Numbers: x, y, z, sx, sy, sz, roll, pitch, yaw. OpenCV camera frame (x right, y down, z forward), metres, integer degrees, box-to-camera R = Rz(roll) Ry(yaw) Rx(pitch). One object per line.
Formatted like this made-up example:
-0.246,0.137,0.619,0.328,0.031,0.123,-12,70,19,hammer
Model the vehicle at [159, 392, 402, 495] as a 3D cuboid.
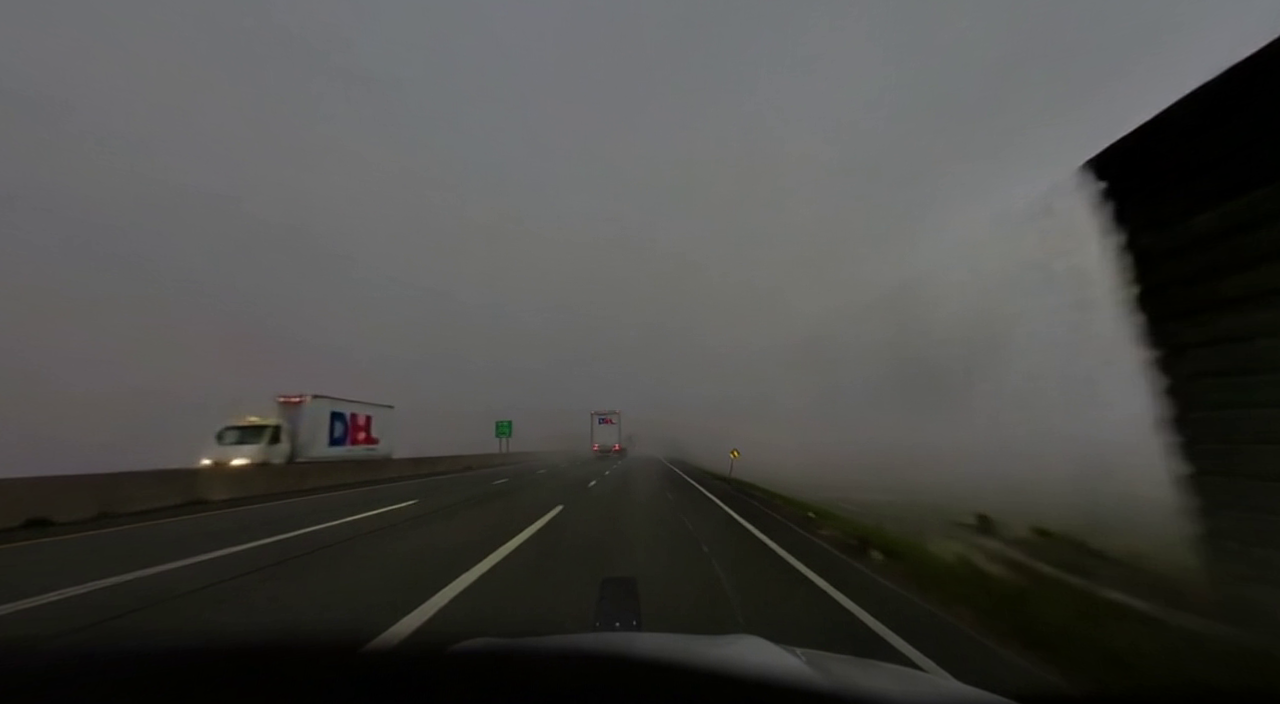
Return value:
-17.567,4.684,33.624,3.102,4.025,16.974,1,-7,0,vehicle
